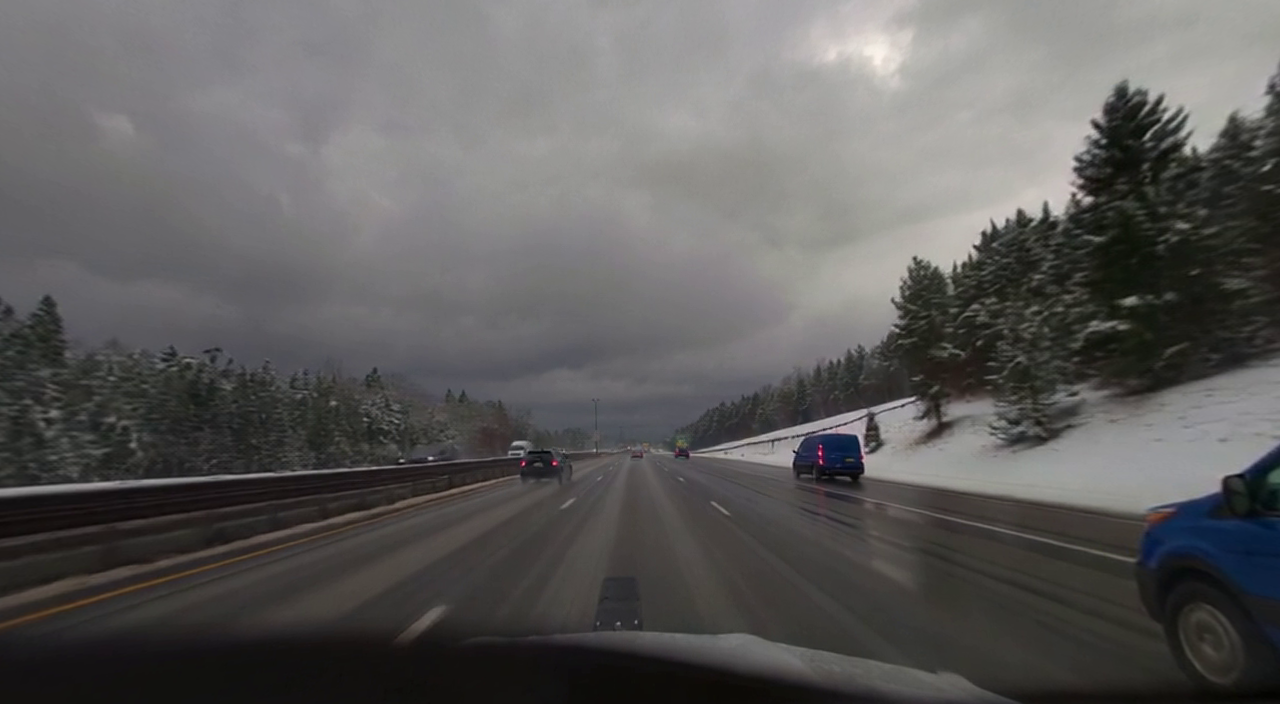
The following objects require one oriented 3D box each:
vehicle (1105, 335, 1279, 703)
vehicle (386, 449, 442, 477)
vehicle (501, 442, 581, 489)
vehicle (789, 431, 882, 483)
[{"bbox_3d":[3.742,0.569,1.267,2.169,1.685,4.417,0,-9,0],"label":"vehicle"},{"bbox_3d":[-12.045,5.895,33.704,1.761,1.392,3.552,0,-9,-2],"label":"vehicle"},{"bbox_3d":[-3.490,4.123,23.107,2.160,1.530,4.500,0,-9,0],"label":"vehicle"},{"bbox_3d":[7.891,4.301,25.981,2.133,1.933,4.986,0,-9,-1],"label":"vehicle"}]
